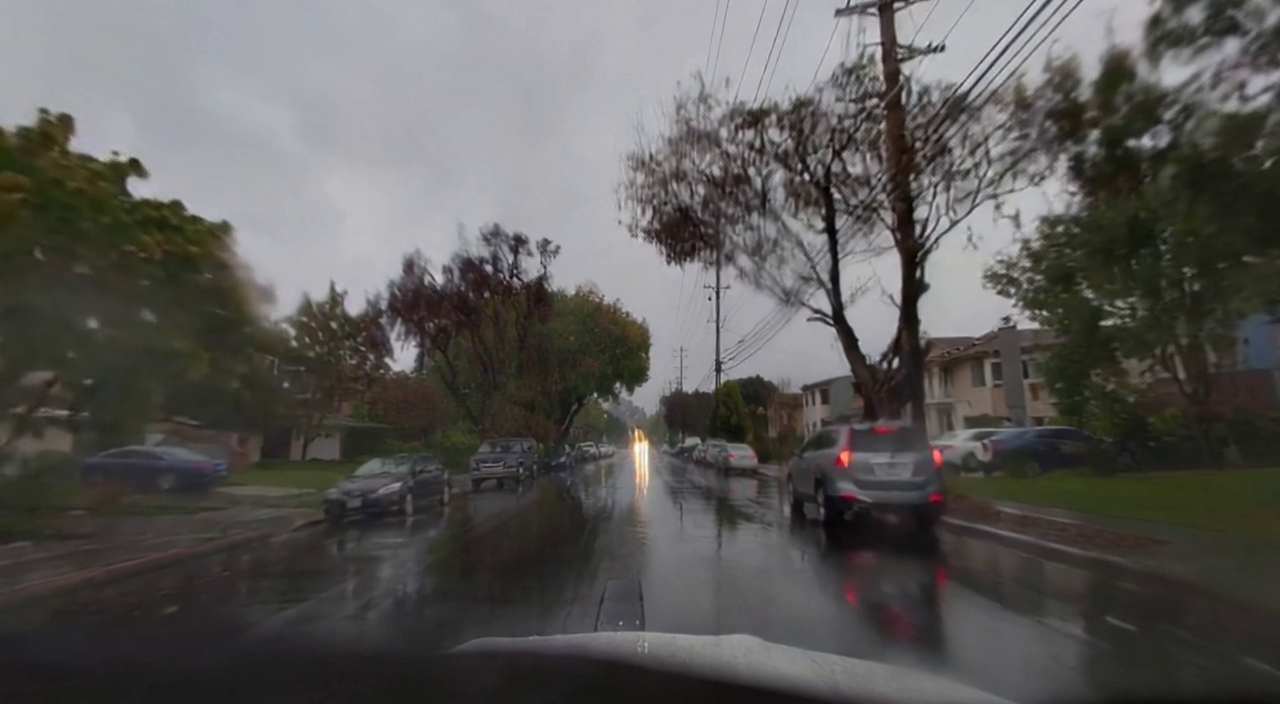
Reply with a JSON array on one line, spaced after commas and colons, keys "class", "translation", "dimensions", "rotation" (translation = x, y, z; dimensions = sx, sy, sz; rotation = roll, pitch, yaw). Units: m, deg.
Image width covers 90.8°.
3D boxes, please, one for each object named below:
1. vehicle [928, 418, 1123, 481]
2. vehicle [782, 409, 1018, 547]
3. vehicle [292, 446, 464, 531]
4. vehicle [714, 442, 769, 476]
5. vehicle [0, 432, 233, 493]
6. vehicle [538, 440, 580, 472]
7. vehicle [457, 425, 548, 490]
[{"class": "vehicle", "translation": [11.714, 2.984, 19.465], "dimensions": [4.659, 1.819, 2.001], "rotation": [0, -8, 0]}, {"class": "vehicle", "translation": [3.863, 1.954, 10.414], "dimensions": [2.049, 1.776, 4.285], "rotation": [0, -8, 0]}, {"class": "vehicle", "translation": [-5.328, 2.784, 13.590], "dimensions": [1.824, 1.417, 4.395], "rotation": [-2, -8, 1]}, {"class": "vehicle", "translation": [4.646, 4.941, 29.539], "dimensions": [1.893, 1.437, 4.369], "rotation": [0, -8, 0]}, {"class": "vehicle", "translation": [-16.312, 3.380, 19.561], "dimensions": [5.908, 1.762, 2.107], "rotation": [0, -8, 0]}, {"class": "vehicle", "translation": [-4.886, 6.346, 38.761], "dimensions": [1.873, 1.709, 4.206], "rotation": [-4, -8, 1]}, {"class": "vehicle", "translation": [-5.104, 4.001, 24.357], "dimensions": [2.242, 2.135, 5.566], "rotation": [-2, -8, 0]}]
